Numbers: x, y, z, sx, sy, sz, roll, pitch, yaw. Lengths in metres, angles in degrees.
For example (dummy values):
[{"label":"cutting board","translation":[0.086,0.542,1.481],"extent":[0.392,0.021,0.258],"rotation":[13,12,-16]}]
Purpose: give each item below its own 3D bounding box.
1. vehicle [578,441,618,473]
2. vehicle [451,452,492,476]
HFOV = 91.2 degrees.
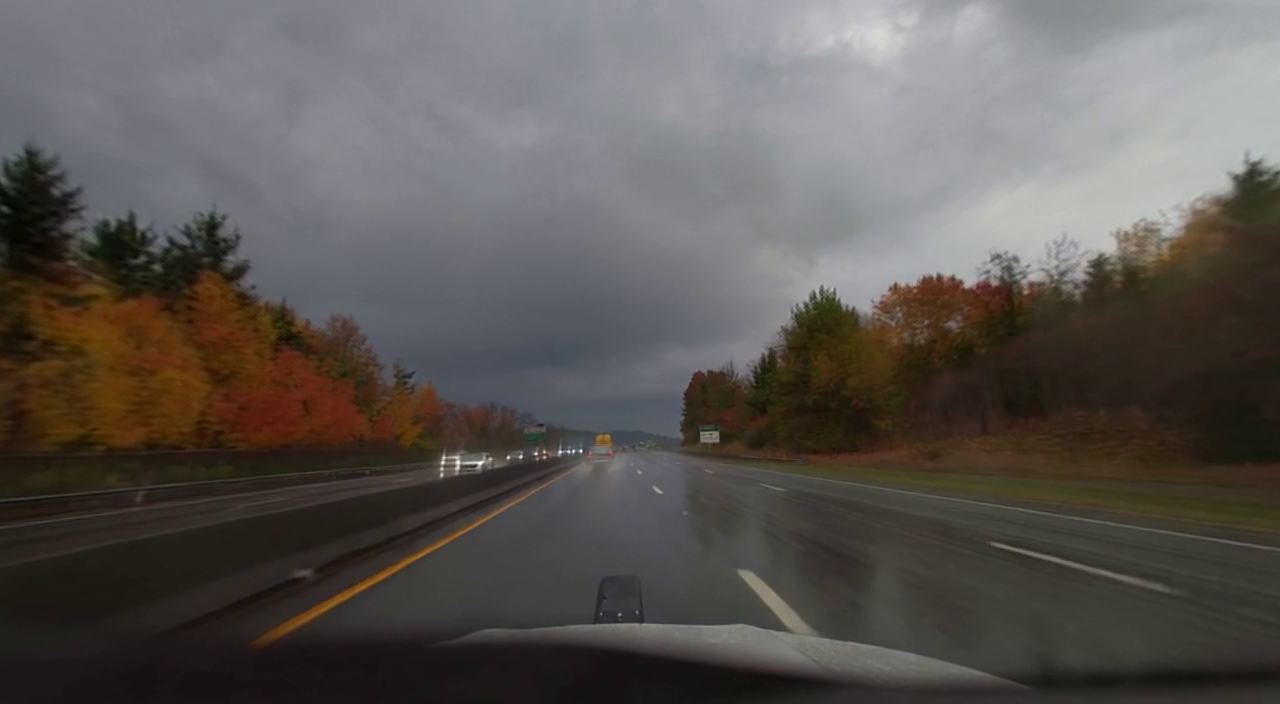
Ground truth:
[{"label":"vehicle","translation":[-2.341,6.013,36.077],"extent":[2.168,1.705,4.272],"rotation":[0,-9,-2]},{"label":"vehicle","translation":[-11.654,7.755,43.639],"extent":[1.923,1.513,3.904],"rotation":[0,-9,-2]}]
